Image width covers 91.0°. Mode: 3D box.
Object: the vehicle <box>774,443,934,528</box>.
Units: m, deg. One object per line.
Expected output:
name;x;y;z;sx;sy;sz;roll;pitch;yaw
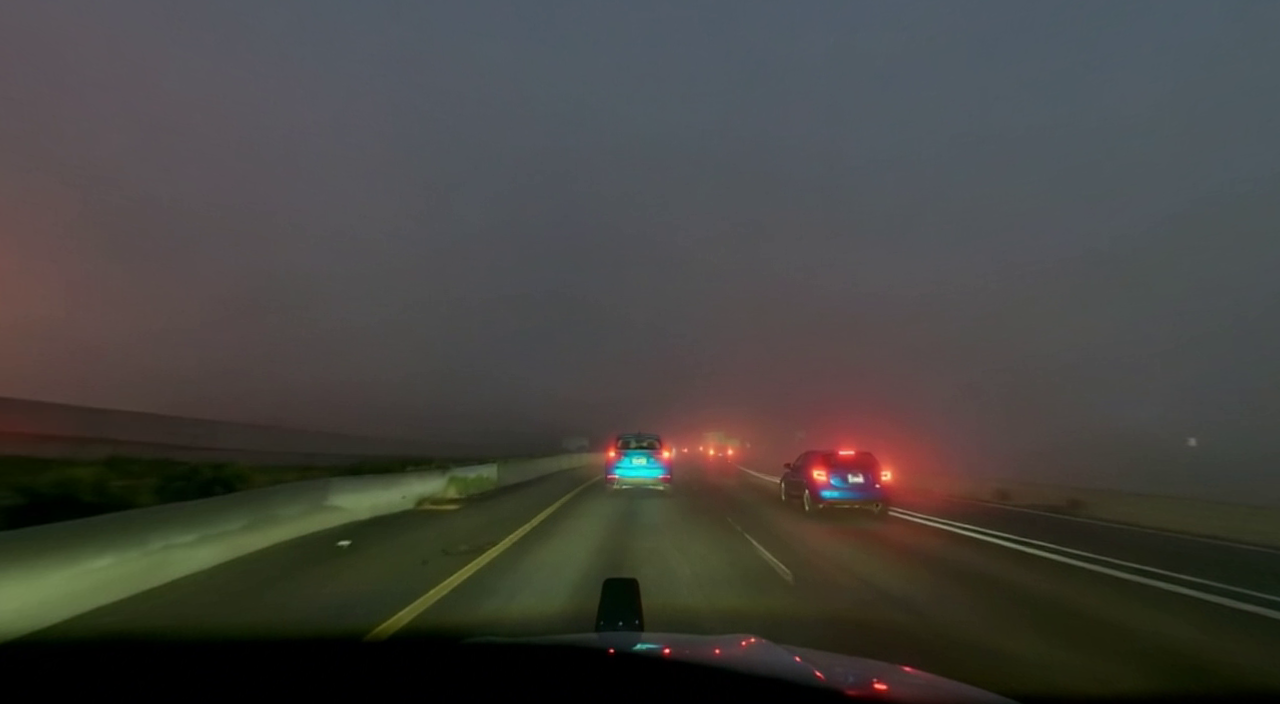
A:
vehicle;4.273;2.715;13.364;2.047;1.500;4.017;0;-9;1

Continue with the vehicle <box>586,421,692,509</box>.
vehicle;0.060;2.781;15.812;2.264;1.841;4.583;0;-9;2

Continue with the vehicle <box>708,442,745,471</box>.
vehicle;5.467;6.676;40.238;2.047;1.700;4.069;0;-9;4
